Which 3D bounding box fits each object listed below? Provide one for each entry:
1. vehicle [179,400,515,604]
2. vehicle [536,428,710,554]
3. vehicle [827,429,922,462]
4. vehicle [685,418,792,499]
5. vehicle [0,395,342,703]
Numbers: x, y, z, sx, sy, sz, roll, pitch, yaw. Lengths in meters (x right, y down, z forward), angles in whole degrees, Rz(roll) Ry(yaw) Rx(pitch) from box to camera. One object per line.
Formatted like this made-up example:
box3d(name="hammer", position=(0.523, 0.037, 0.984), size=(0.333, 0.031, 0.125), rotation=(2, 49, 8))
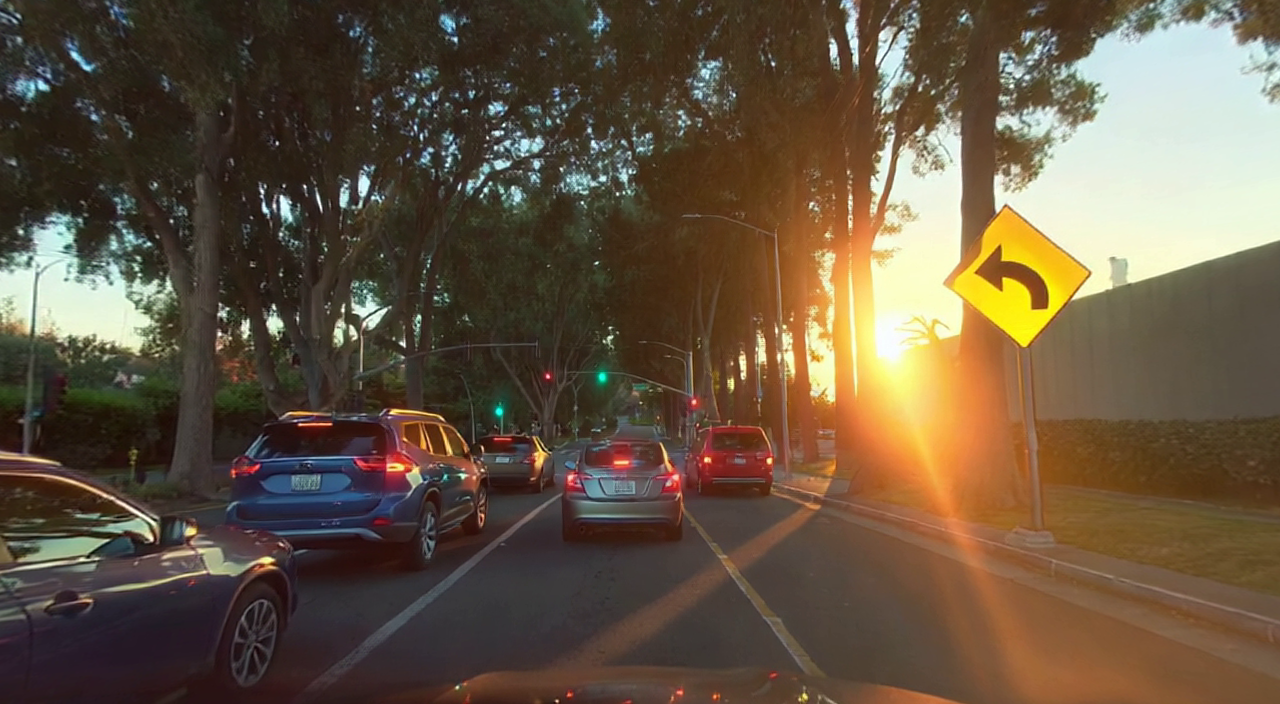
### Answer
box3d(name="vehicle", position=(-2.895, 1.574, 7.449), size=(1.964, 1.712, 4.097), rotation=(0, -8, 0))
box3d(name="vehicle", position=(-0.251, 1.917, 9.337), size=(2.025, 1.453, 3.848), rotation=(0, -8, -2))
box3d(name="vehicle", position=(11.371, 4.560, 30.693), size=(3.883, 1.534, 1.779), rotation=(0, -8, 2))
box3d(name="vehicle", position=(2.446, 2.807, 16.874), size=(2.059, 1.864, 4.541), rotation=(0, -8, -1))
box3d(name="vehicle", position=(-2.932, 0.840, 1.627), size=(1.974, 1.484, 4.716), rotation=(0, -8, 1))
